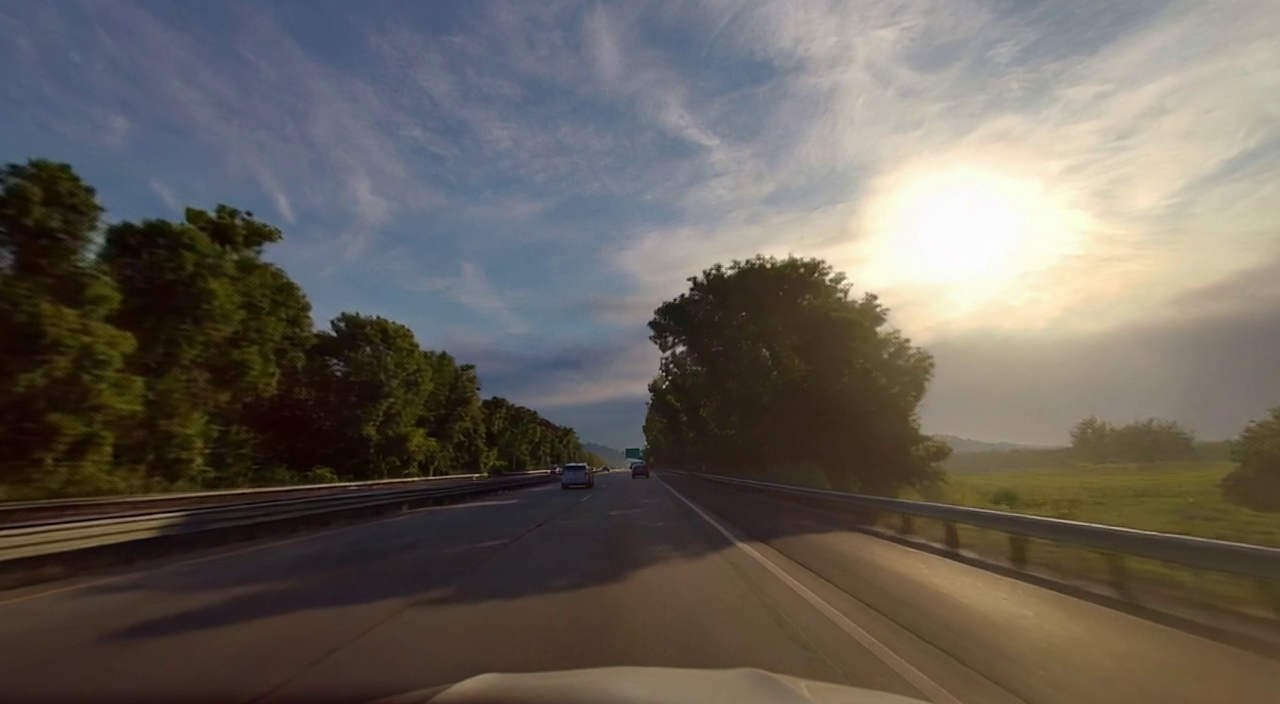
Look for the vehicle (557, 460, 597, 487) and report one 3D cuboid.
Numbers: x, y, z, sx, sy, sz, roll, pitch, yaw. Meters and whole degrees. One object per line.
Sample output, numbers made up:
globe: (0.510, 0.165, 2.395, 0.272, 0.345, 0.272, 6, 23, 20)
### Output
vehicle: (-4.006, 7.826, 40.632, 2.081, 1.586, 4.245, 0, -10, 0)
